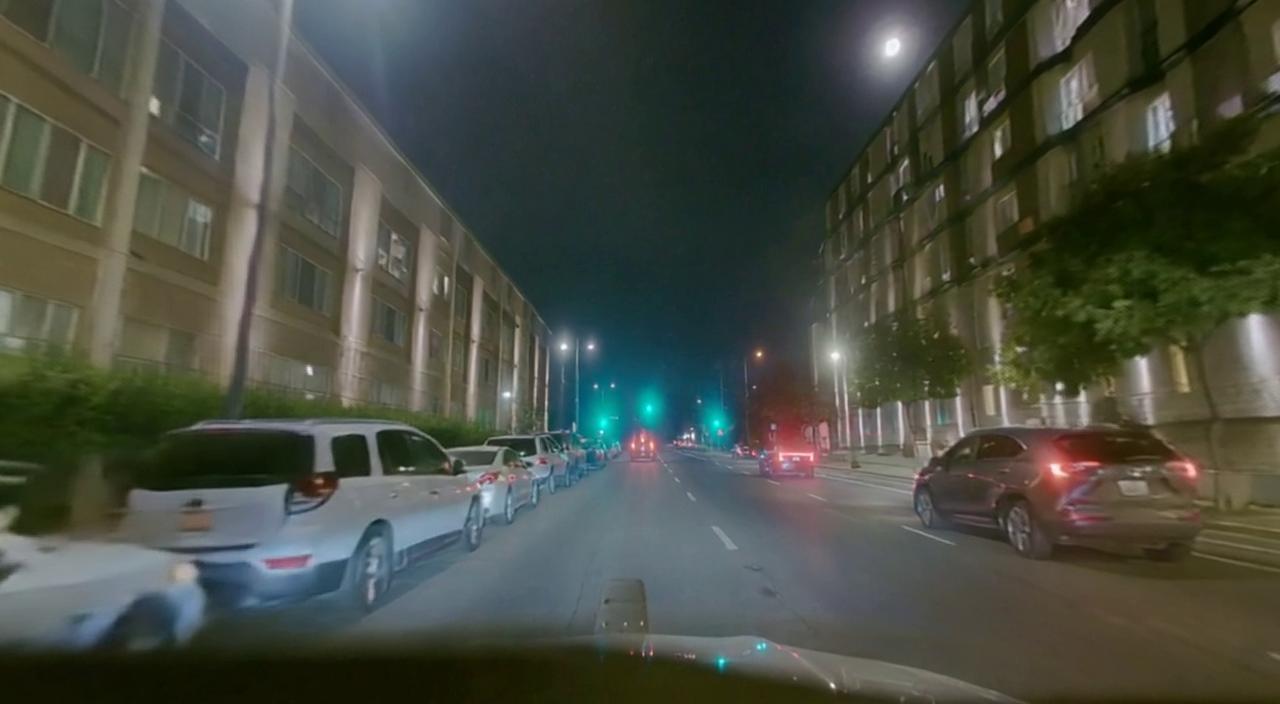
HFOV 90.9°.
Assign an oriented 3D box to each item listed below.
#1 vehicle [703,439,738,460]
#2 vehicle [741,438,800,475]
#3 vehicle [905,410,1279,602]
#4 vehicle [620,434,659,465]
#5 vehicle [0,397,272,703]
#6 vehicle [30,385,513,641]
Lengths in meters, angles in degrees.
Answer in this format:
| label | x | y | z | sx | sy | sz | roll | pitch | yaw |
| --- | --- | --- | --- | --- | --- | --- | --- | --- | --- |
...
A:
| label | x | y | z | sx | sy | sz | roll | pitch | yaw |
| --- | --- | --- | --- | --- | --- | --- | --- | --- | --- |
| vehicle | 5.839 | 7.169 | 46.357 | 1.917 | 1.467 | 4.452 | 0 | -8 | -1 |
| vehicle | 5.609 | 4.532 | 27.507 | 1.799 | 1.463 | 3.464 | 0 | -8 | 0 |
| vehicle | 5.010 | 1.605 | 7.454 | 1.891 | 1.599 | 4.173 | 0 | -8 | 0 |
| vehicle | -0.036 | 5.612 | 36.470 | 2.122 | 1.689 | 3.885 | 0 | -8 | 0 |
| vehicle | -3.028 | 0.783 | 1.276 | 1.843 | 1.482 | 4.310 | -1 | -8 | 2 |
| vehicle | -2.936 | 1.412 | 6.576 | 2.143 | 1.687 | 4.602 | -1 | -8 | 2 |
